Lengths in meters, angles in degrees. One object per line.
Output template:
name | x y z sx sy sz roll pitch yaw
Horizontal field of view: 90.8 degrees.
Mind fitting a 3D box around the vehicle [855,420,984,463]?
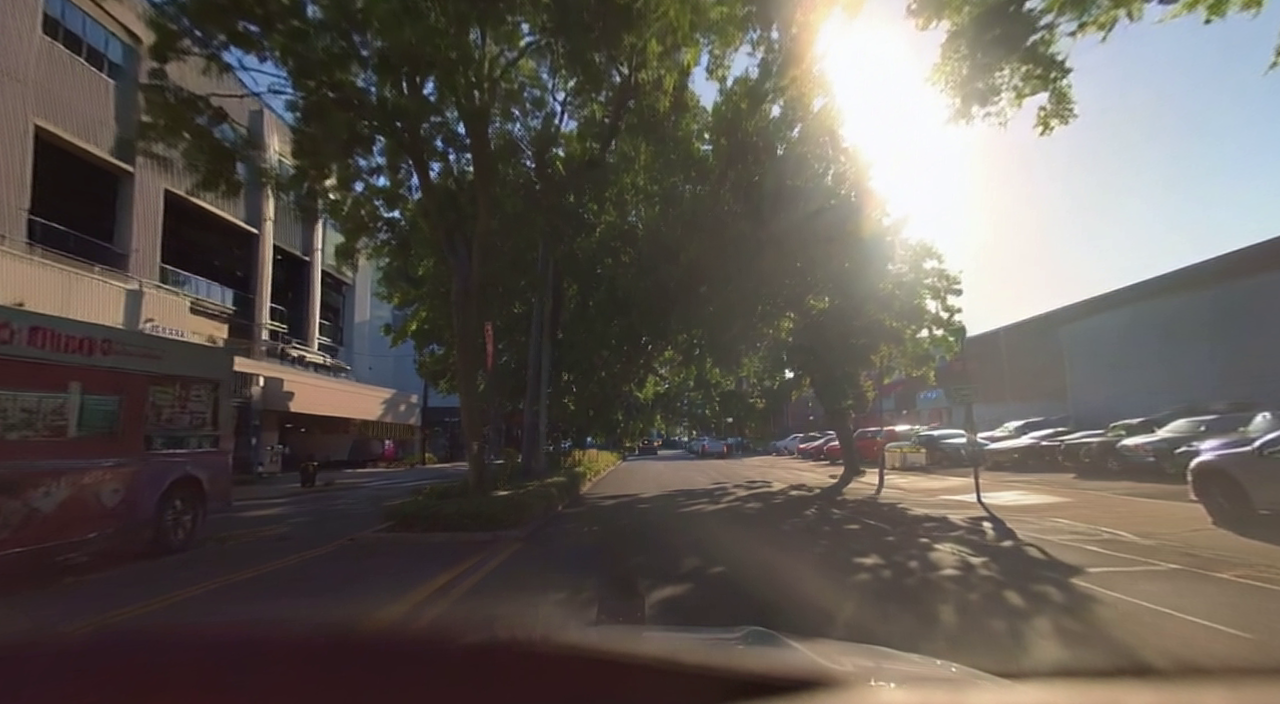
vehicle | 14.324 4.620 32.672 5.540 2.045 2.259 0 -8 -1

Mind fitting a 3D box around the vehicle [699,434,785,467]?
vehicle | 5.812 5.561 35.735 4.626 1.723 1.939 5 -10 -32

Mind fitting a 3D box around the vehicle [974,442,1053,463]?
vehicle | 27.226 7.339 46.105 4.558 1.452 1.790 0 -8 0

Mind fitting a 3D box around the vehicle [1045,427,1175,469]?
vehicle | 26.403 5.402 35.633 5.596 2.168 2.307 2 -8 -3

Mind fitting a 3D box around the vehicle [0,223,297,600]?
vehicle | -7.026 0.697 6.576 2.968 3.222 7.036 -1 -8 -1

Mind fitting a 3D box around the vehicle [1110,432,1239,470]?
vehicle | 27.152 5.043 32.217 4.591 1.808 2.016 0 -8 1

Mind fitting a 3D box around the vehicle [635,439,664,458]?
vehicle | 0.702 7.460 48.858 2.046 1.445 4.001 0 -8 -2
